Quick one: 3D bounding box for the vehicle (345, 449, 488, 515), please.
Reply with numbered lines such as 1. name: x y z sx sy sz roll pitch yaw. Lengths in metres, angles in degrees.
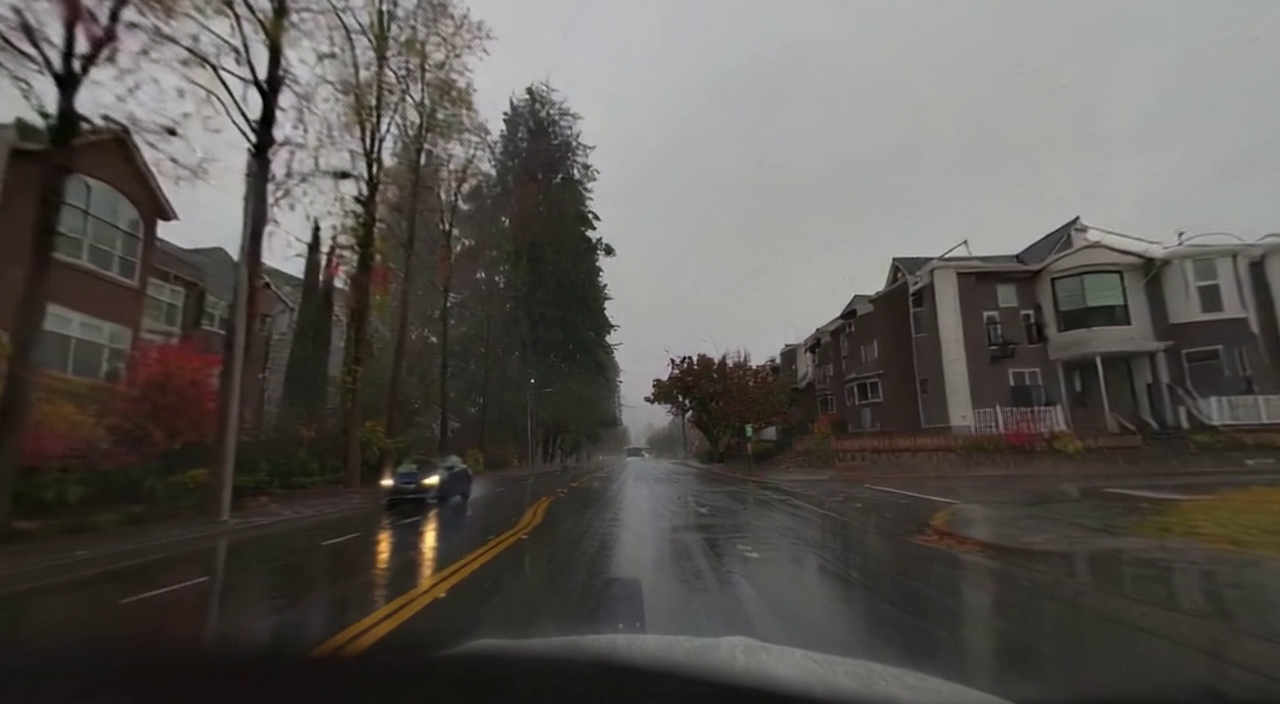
1. vehicle: -5.747 3.375 16.998 2.243 1.476 4.729 0 -9 -2
